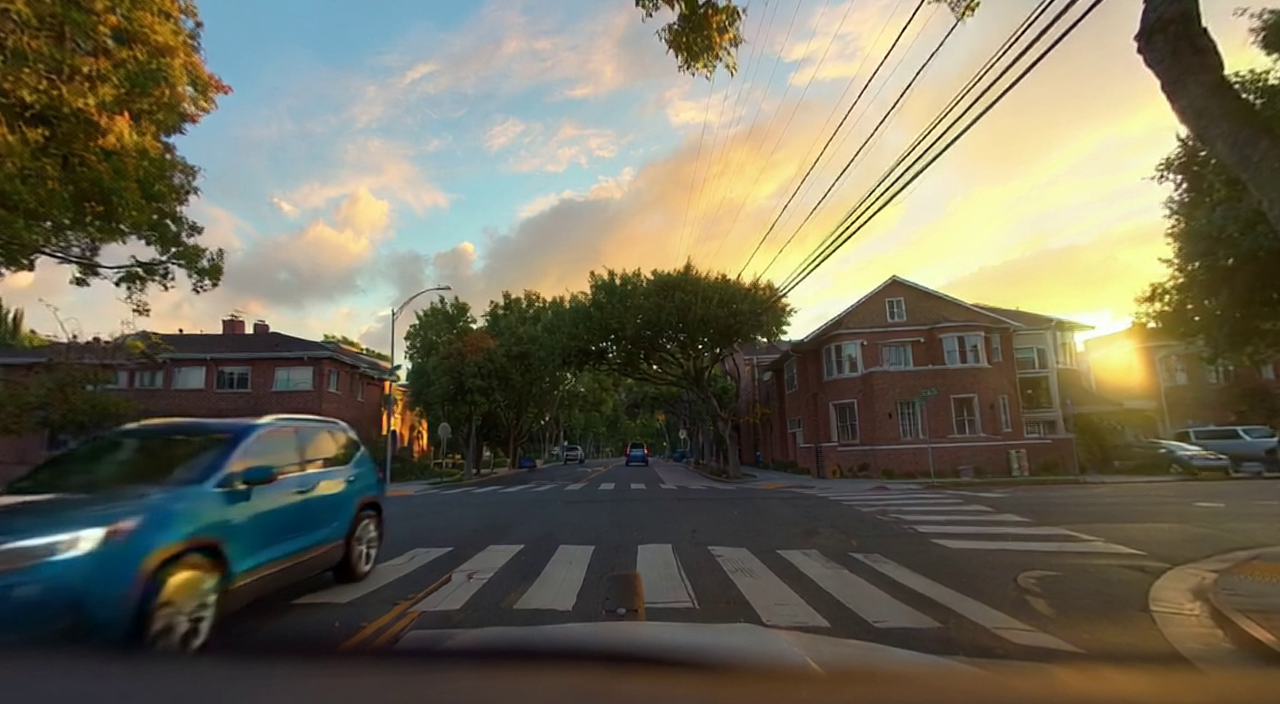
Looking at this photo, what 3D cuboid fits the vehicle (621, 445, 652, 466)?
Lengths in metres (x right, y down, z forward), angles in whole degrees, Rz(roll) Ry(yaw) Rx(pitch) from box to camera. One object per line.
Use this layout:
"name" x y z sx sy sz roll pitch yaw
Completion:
"vehicle" -0.292 7.668 46.912 2.209 1.501 4.208 0 -9 -1

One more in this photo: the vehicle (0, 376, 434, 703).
"vehicle" -3.763 1.349 5.752 2.330 1.768 4.553 0 -9 -2

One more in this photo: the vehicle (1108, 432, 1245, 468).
"vehicle" 23.427 4.307 27.880 1.841 1.448 4.688 0 -9 -1

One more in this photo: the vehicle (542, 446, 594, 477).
"vehicle" -3.594 5.516 32.182 2.102 1.463 4.024 0 -9 1
